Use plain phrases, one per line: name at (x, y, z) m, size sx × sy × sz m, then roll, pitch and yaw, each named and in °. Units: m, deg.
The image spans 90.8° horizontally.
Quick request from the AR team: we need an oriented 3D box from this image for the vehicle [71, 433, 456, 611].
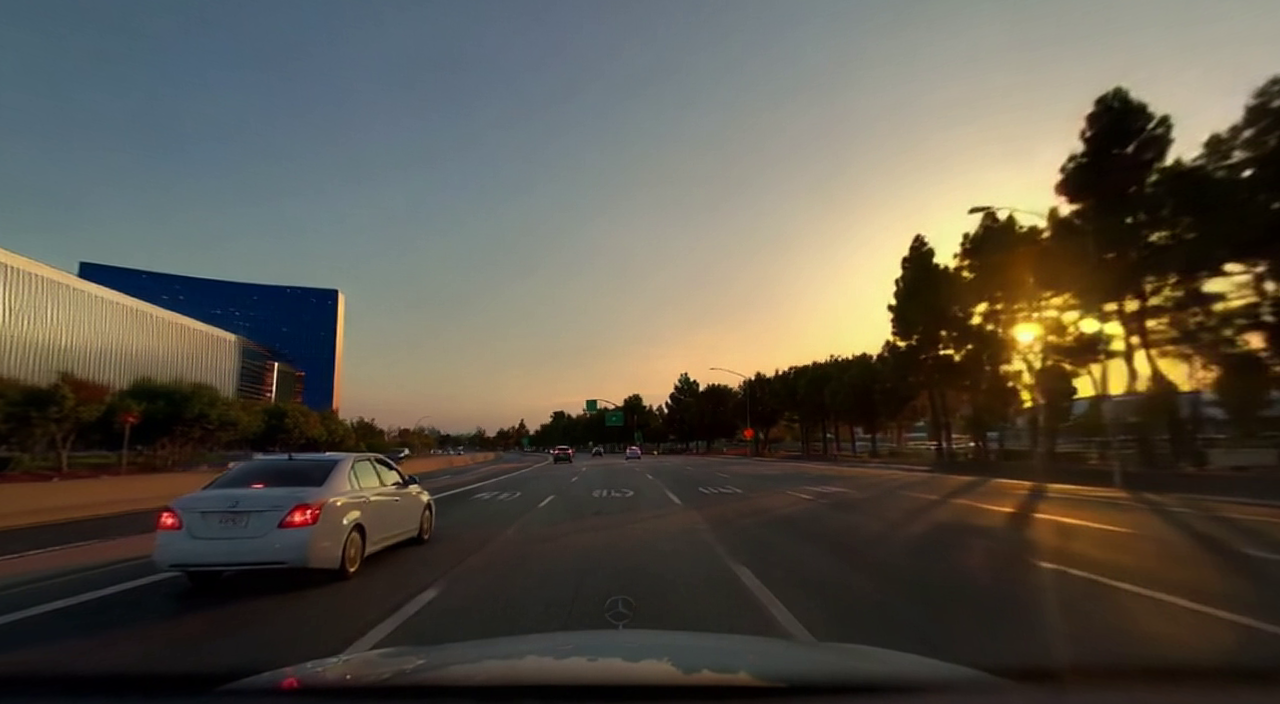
vehicle at (-3.862, 1.775, 7.642) m, size 2.018 × 1.476 × 4.364 m, roll 0°, pitch -8°, yaw -1°
